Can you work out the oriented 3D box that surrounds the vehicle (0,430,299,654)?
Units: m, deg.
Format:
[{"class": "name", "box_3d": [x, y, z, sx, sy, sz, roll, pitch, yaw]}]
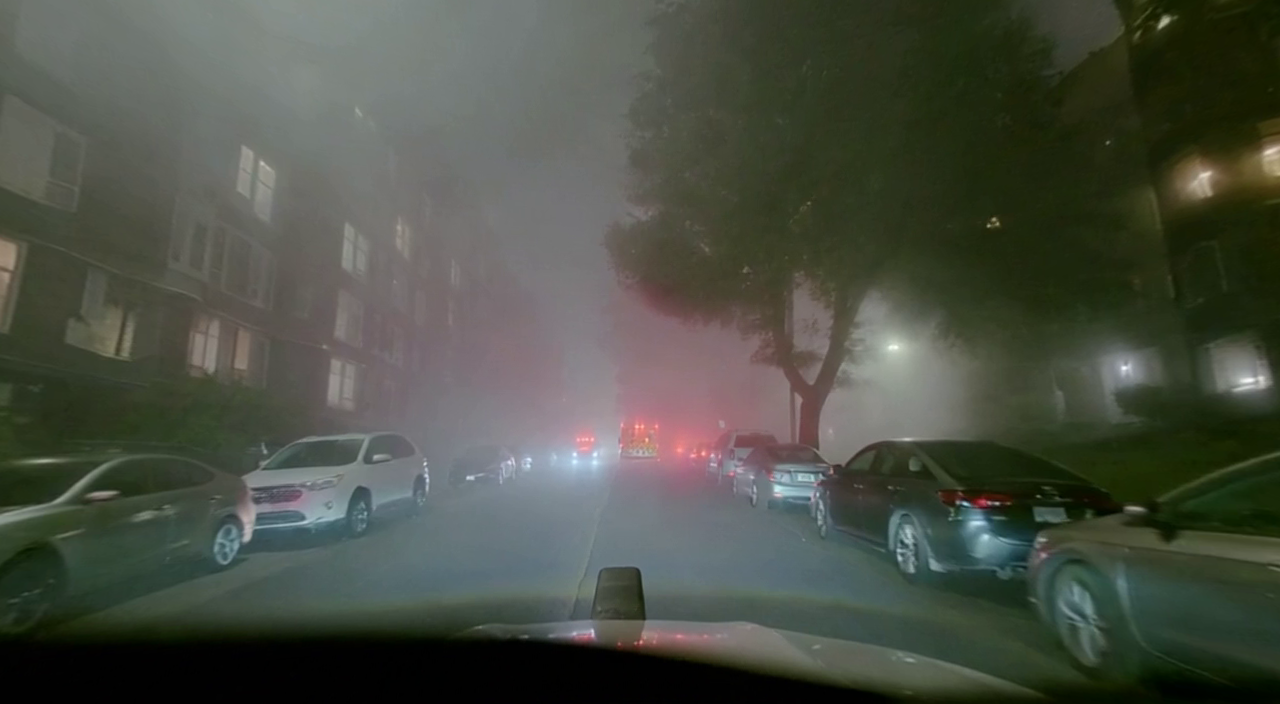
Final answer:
[{"class": "vehicle", "box_3d": [-5.460, 1.644, 6.170, 1.853, 1.560, 4.497, -3, -8, -1]}]

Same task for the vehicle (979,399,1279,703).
[{"class": "vehicle", "box_3d": [3.290, 0.992, 2.672, 1.728, 1.532, 3.457, 0, -8, -1]}]

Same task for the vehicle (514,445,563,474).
[{"class": "vehicle", "box_3d": [-5.514, 5.898, 34.889, 2.047, 1.471, 4.647, 0, -8, -1]}]

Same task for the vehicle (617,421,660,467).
[{"class": "vehicle", "box_3d": [-0.230, 6.561, 45.087, 2.754, 3.008, 7.730, 0, -8, -3]}]

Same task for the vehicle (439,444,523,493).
[{"class": "vehicle", "box_3d": [-5.557, 4.111, 22.675, 1.921, 1.482, 4.280, -2, -8, 0]}]

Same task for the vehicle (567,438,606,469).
[{"class": "vehicle", "box_3d": [-3.231, 6.238, 38.980, 2.029, 1.802, 4.229, 0, -8, 1]}]

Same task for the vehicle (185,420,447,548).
[{"class": "vehicle", "box_3d": [-5.426, 2.268, 11.618, 2.131, 1.821, 4.976, 0, -8, 1]}]
